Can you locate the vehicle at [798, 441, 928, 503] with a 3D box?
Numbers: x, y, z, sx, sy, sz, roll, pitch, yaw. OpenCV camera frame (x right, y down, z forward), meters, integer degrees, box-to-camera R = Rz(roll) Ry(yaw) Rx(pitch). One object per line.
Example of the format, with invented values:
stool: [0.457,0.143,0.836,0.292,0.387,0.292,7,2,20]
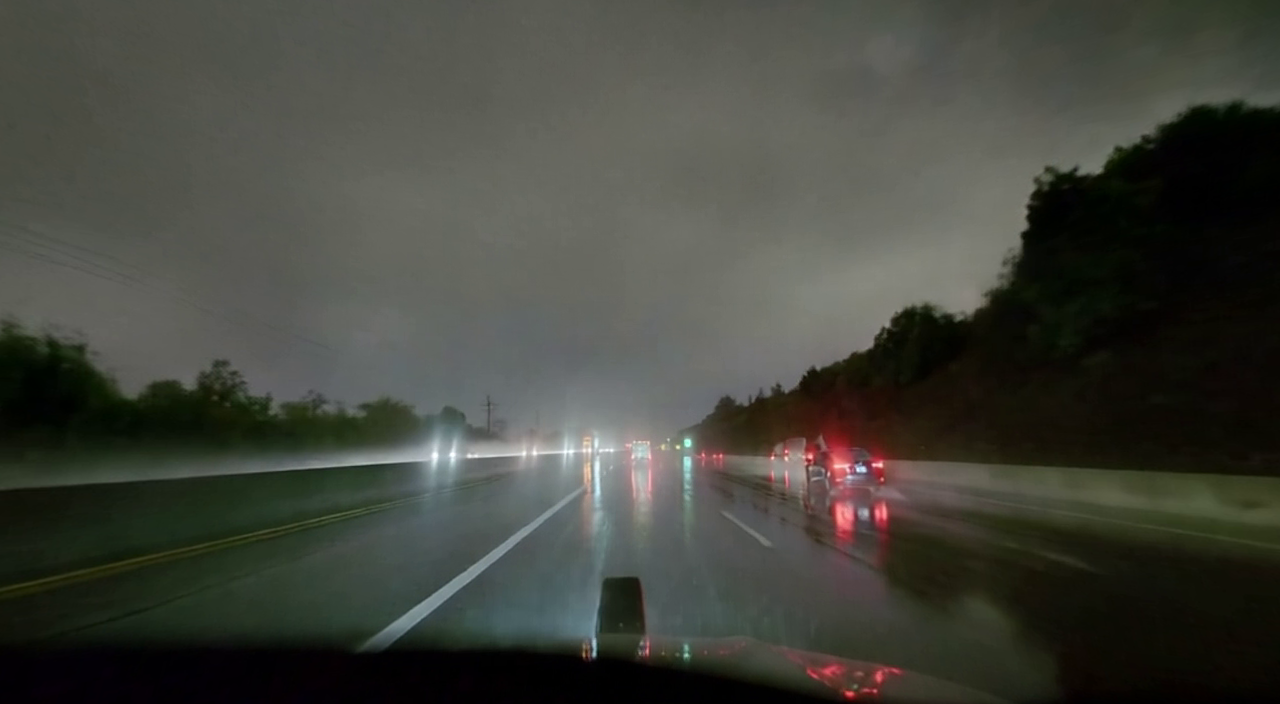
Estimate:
vehicle: [5.982,3.258,17.513,1.976,1.495,4.217,0,-9,-1]

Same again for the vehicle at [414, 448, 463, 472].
vehicle: [-14.560,7.774,45.720,2.014,1.633,4.543,0,-9,0]
